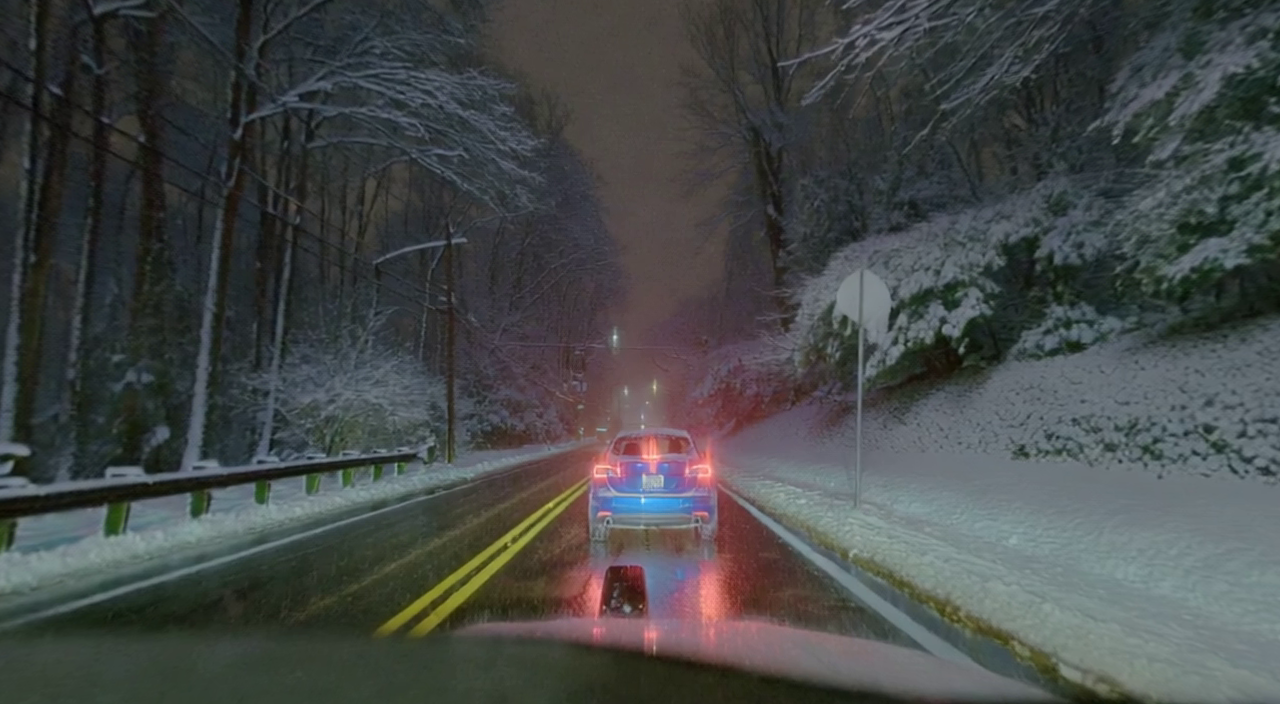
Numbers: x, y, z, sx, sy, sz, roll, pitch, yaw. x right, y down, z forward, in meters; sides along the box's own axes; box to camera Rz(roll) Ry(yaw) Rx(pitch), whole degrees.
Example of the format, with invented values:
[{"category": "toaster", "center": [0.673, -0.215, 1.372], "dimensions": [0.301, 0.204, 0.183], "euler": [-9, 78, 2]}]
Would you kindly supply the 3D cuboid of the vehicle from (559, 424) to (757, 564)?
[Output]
[{"category": "vehicle", "center": [0.234, 1.849, 8.909], "dimensions": [2.187, 1.533, 3.726], "euler": [0, -8, 1]}]
